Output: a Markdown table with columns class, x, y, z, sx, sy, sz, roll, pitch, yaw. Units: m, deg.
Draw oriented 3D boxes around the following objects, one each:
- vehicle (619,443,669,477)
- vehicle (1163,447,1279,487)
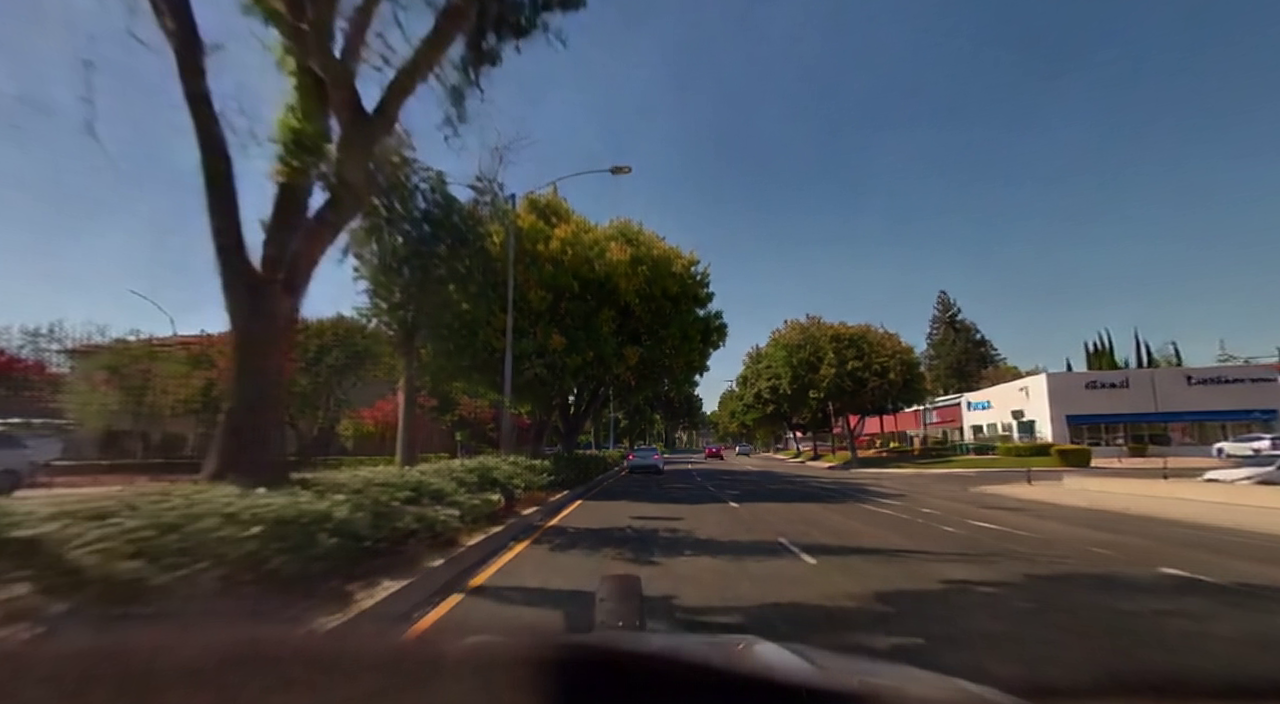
| class | x | y | z | sx | sy | sz | roll | pitch | yaw |
| --- | --- | --- | --- | --- | --- | --- | --- | --- | --- |
| vehicle | 0.267 | 4.890 | 28.916 | 2.095 | 1.456 | 3.873 | -1 | -8 | 3 |
| vehicle | 21.274 | 4.053 | 22.338 | 4.016 | 1.329 | 1.702 | 0 | -10 | -3 |
